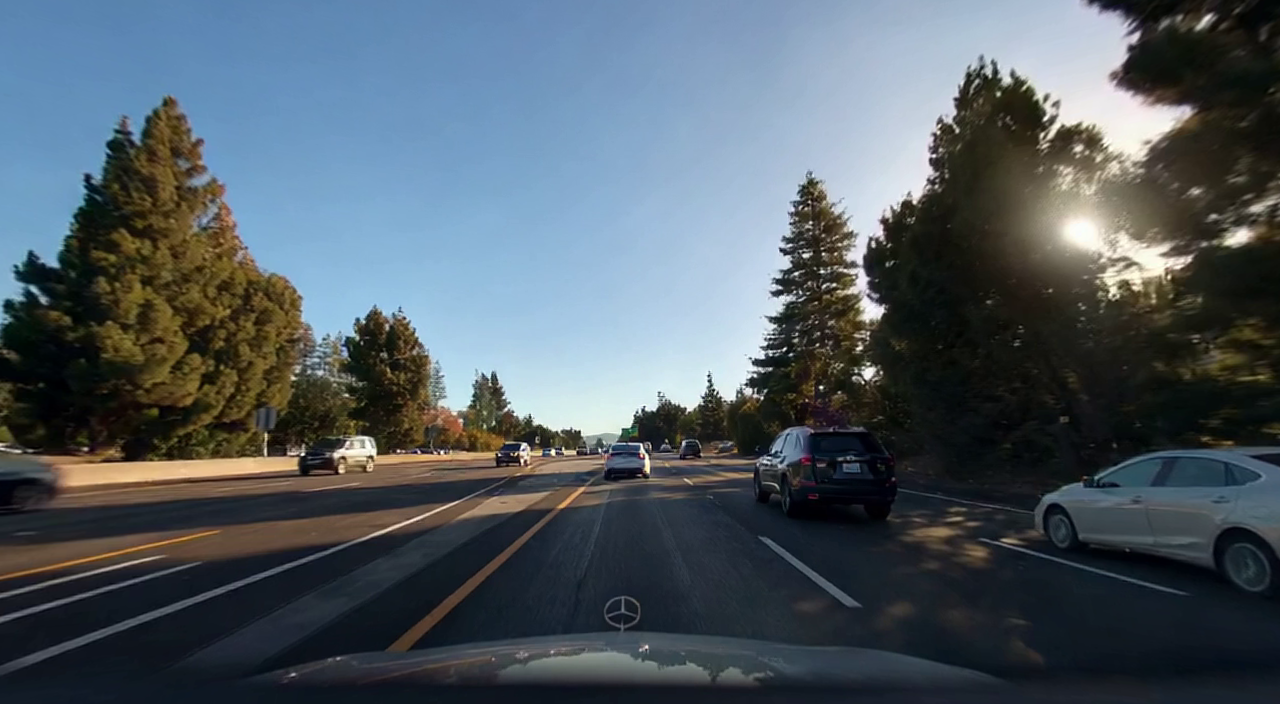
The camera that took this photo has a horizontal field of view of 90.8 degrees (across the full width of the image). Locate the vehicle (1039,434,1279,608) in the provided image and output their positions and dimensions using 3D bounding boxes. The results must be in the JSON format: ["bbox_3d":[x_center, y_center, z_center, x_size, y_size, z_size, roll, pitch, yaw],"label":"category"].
[{"bbox_3d":[6.662,1.545,6.123,2.434,1.467,4.726,0,-8,-1],"label":"vehicle"}]

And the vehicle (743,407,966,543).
[{"bbox_3d":[3.311,2.015,10.985,2.186,1.842,4.553,0,-8,-1],"label":"vehicle"}]

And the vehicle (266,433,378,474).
[{"bbox_3d":[-18.335,5.898,36.991,3.156,2.185,6.457,0,-8,0],"label":"vehicle"}]

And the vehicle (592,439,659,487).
[{"bbox_3d":[-0.444,3.686,21.315,2.040,1.451,3.736,0,-8,0],"label":"vehicle"}]

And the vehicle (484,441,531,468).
[{"bbox_3d":[-8.101,6.303,38.996,2.011,1.536,4.411,0,-8,-1],"label":"vehicle"}]
